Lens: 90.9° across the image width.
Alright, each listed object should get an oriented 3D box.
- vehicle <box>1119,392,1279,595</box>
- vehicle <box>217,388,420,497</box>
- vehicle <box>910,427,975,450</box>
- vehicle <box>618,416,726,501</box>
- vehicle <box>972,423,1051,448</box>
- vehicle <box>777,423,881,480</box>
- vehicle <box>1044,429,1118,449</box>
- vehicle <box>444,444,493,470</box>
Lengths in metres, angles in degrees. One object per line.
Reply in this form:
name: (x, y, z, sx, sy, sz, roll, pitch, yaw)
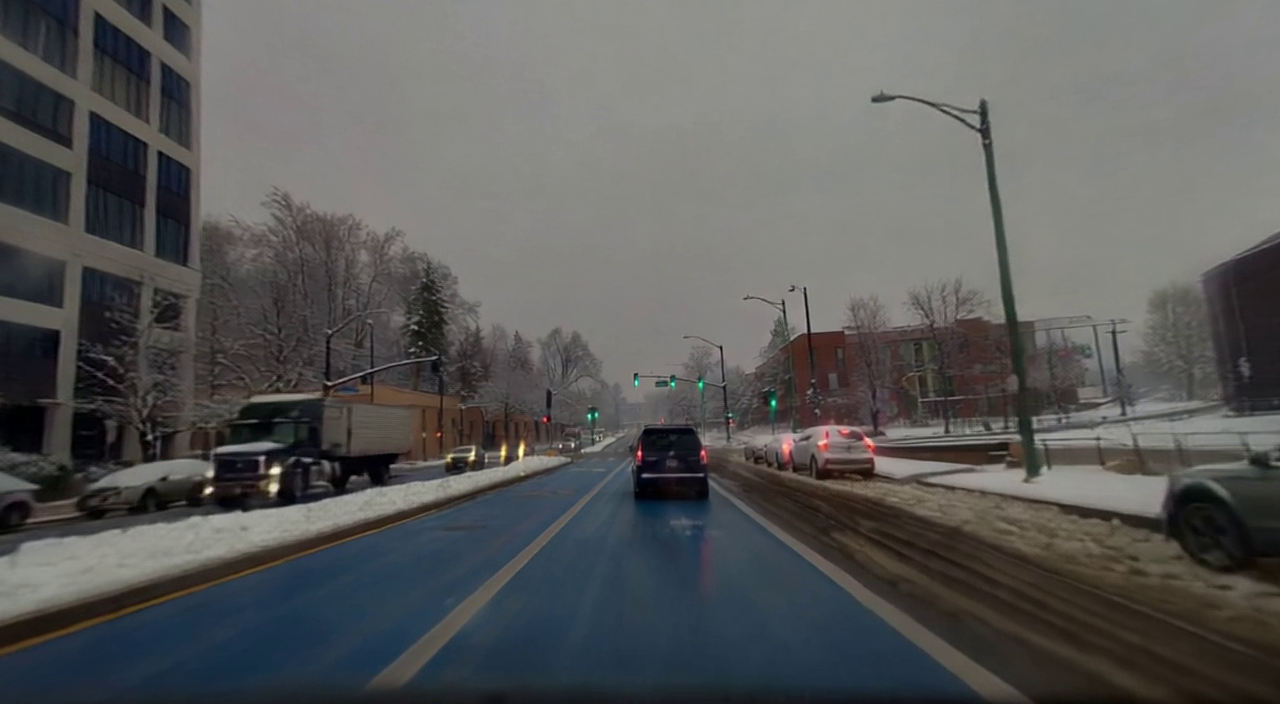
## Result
vehicle: (6.630, 1.082, 4.496, 2.088, 1.761, 5.697, 0, -9, 2)
vehicle: (-13.442, 4.045, 28.145, 3.101, 3.878, 10.902, 0, -9, 1)
vehicle: (23.301, 6.699, 48.671, 3.973, 1.623, 2.024, -1, -9, 0)
vehicle: (0.597, 2.567, 15.449, 2.283, 1.773, 4.255, 0, -9, -2)
vehicle: (28.566, 6.475, 48.588, 4.655, 1.852, 2.161, 0, -9, -1)
vehicle: (6.714, 3.629, 23.086, 2.205, 1.823, 5.078, 0, -9, 0)
vehicle: (33.791, 6.704, 48.428, 4.275, 1.487, 1.781, 0, -9, 1)
vehicle: (-10.908, 6.676, 40.423, 2.019, 1.547, 4.315, 0, -9, -2)
